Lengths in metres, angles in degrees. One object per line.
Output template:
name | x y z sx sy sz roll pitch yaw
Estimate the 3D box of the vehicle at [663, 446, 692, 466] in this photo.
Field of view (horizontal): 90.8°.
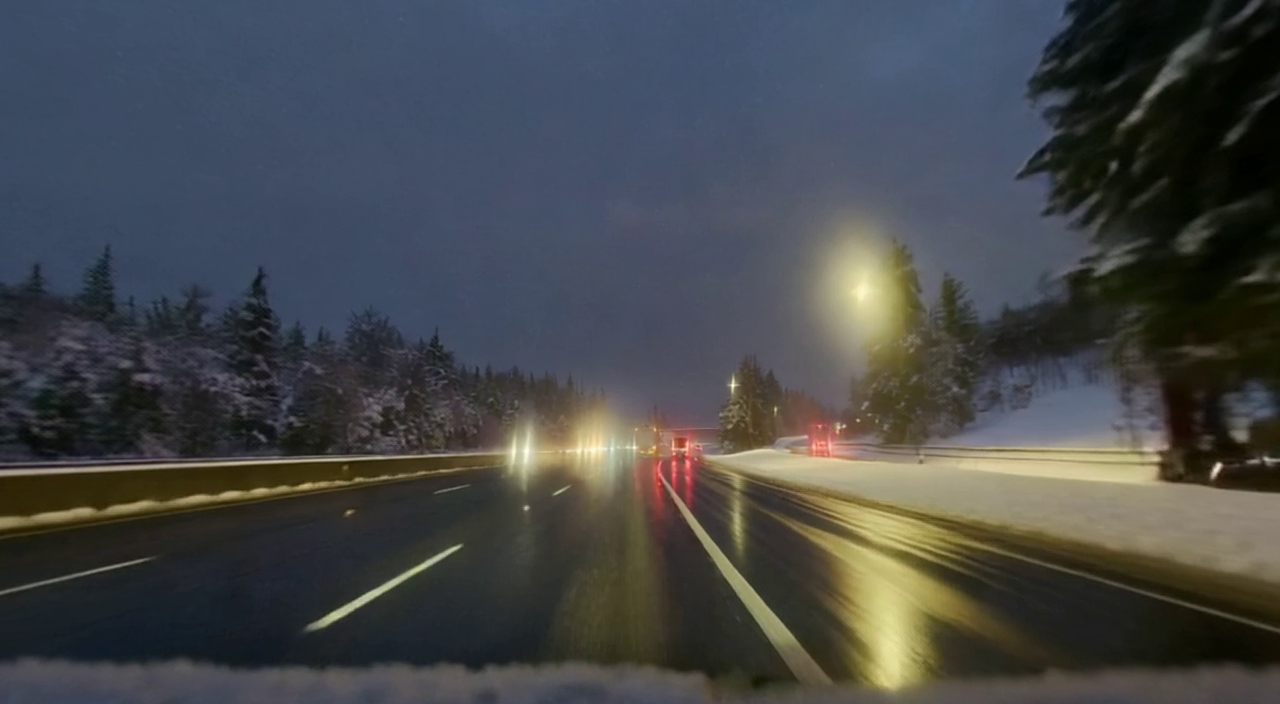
vehicle | 2.916 8.169 49.749 2.069 1.476 4.197 0 -9 0
